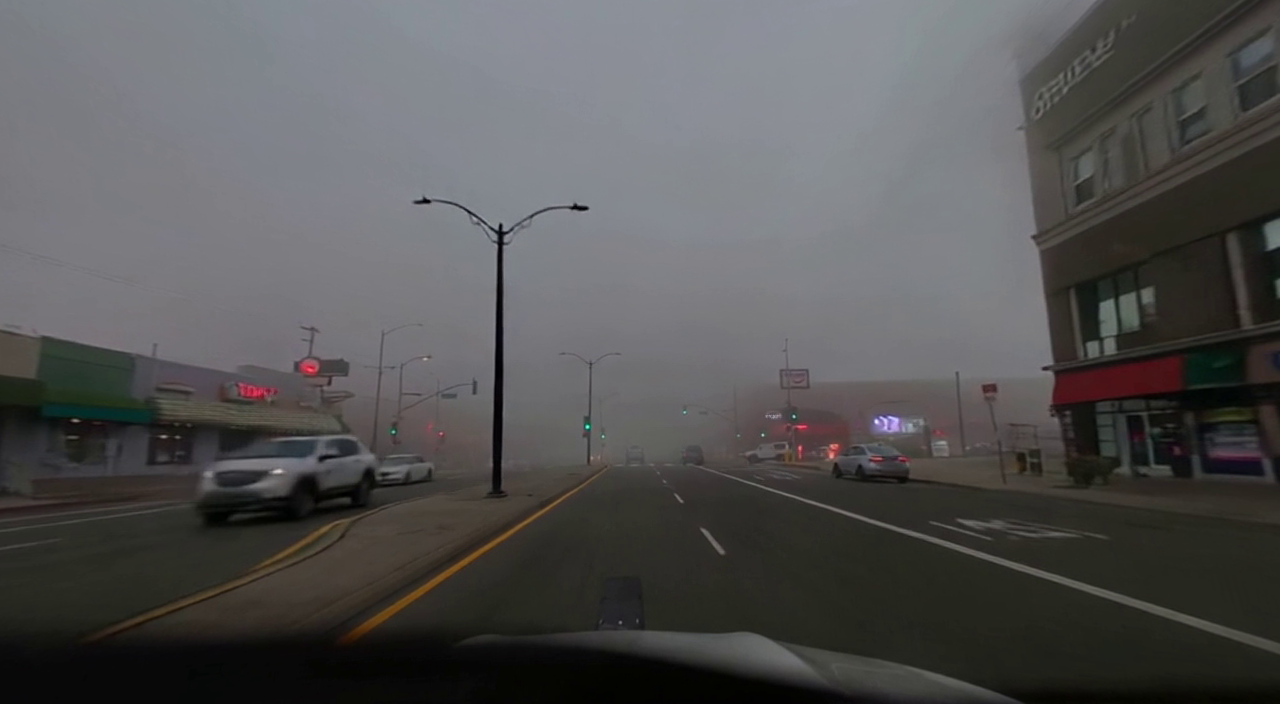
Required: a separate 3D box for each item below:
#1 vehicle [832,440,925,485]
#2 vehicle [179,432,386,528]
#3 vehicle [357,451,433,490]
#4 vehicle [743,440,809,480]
[{"bbox_3d":[9.867,4.593,26.556,2.019,1.694,4.491,0,-8,-2],"label":"vehicle"},{"bbox_3d":[-7.789,2.798,14.491,1.946,1.794,4.799,0,-8,0],"label":"vehicle"},{"bbox_3d":[-10.815,5.230,28.192,1.792,1.584,3.937,0,-9,0],"label":"vehicle"},{"bbox_3d":[6.187,4.972,29.336,1.974,1.679,4.611,0,-8,-1],"label":"vehicle"}]
